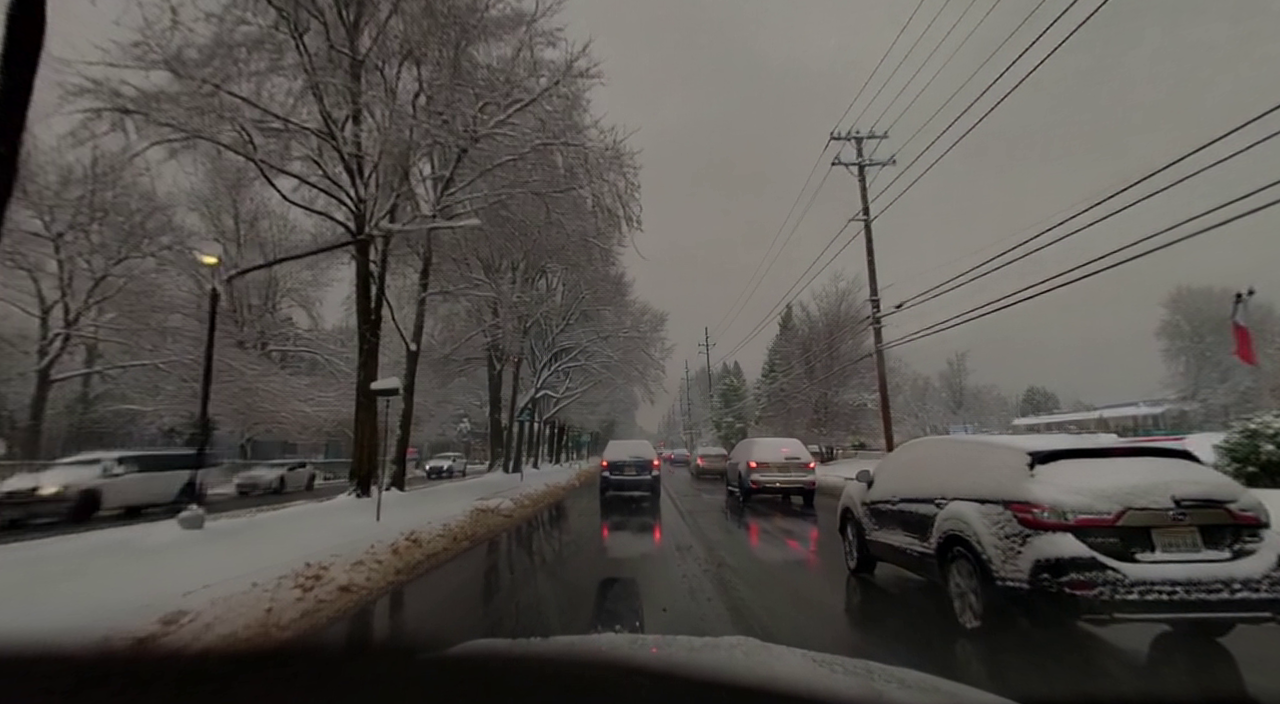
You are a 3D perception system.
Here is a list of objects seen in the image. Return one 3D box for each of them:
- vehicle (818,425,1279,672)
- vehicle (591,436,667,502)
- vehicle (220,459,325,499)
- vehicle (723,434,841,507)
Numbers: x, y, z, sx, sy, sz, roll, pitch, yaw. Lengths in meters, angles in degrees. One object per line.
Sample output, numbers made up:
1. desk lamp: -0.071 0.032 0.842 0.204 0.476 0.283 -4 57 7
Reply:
1. vehicle: 3.425 1.514 6.166 1.977 1.460 4.565 0 -8 -1
2. vehicle: -0.313 3.434 19.022 2.050 1.745 3.915 -1 -8 0
3. vehicle: -16.226 5.606 28.244 1.973 1.457 4.564 -1 -8 0
4. vehicle: 3.783 3.240 17.851 2.116 1.726 4.672 0 -8 -2
